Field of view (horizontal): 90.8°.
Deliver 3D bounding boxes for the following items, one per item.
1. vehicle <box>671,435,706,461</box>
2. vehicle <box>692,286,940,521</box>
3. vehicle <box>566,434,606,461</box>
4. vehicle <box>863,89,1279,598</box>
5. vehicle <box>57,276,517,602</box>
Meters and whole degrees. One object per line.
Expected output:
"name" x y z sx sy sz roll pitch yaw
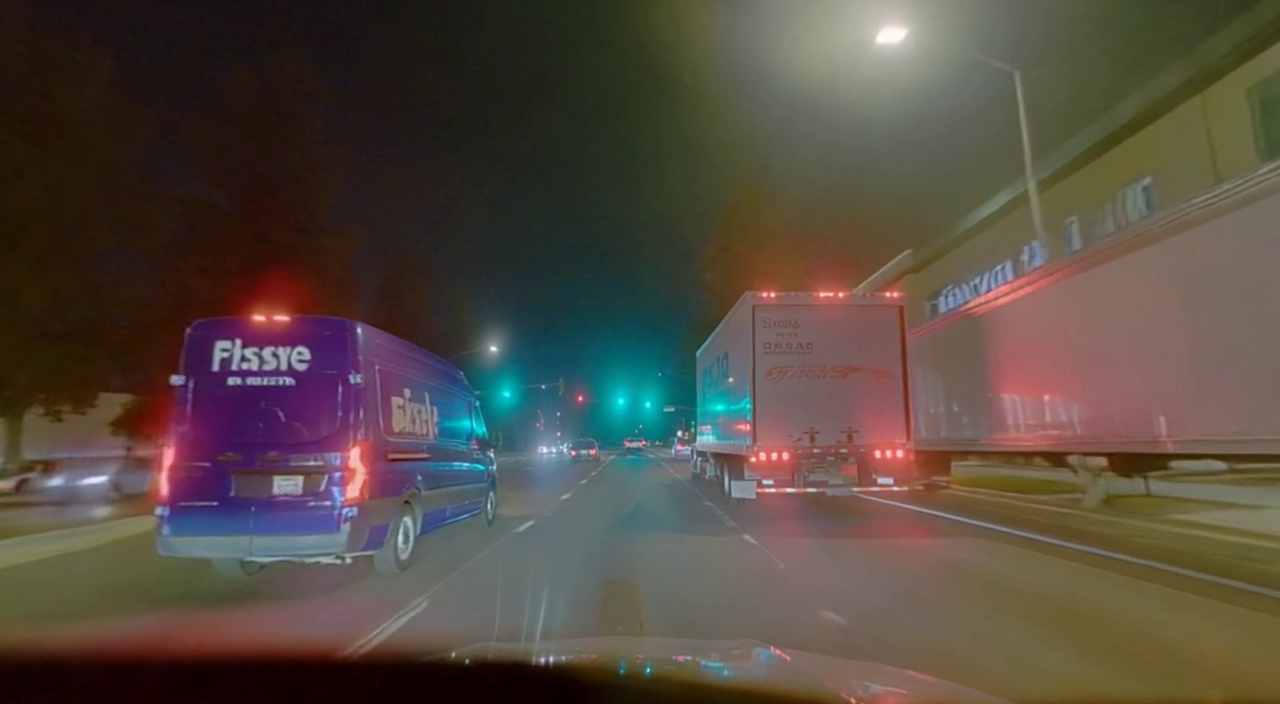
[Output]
"vehicle" 3.083 6.181 40.669 1.869 1.616 4.346 0 -9 0
"vehicle" 3.005 1.468 14.415 2.861 3.525 9.858 0 -9 0
"vehicle" -3.768 6.798 44.825 2.356 1.766 5.674 0 -9 0
"vehicle" 6.837 0.067 6.277 2.926 4.221 16.975 -1 -9 0
"vehicle" -3.606 1.191 8.674 2.443 2.784 6.493 0 -9 1
